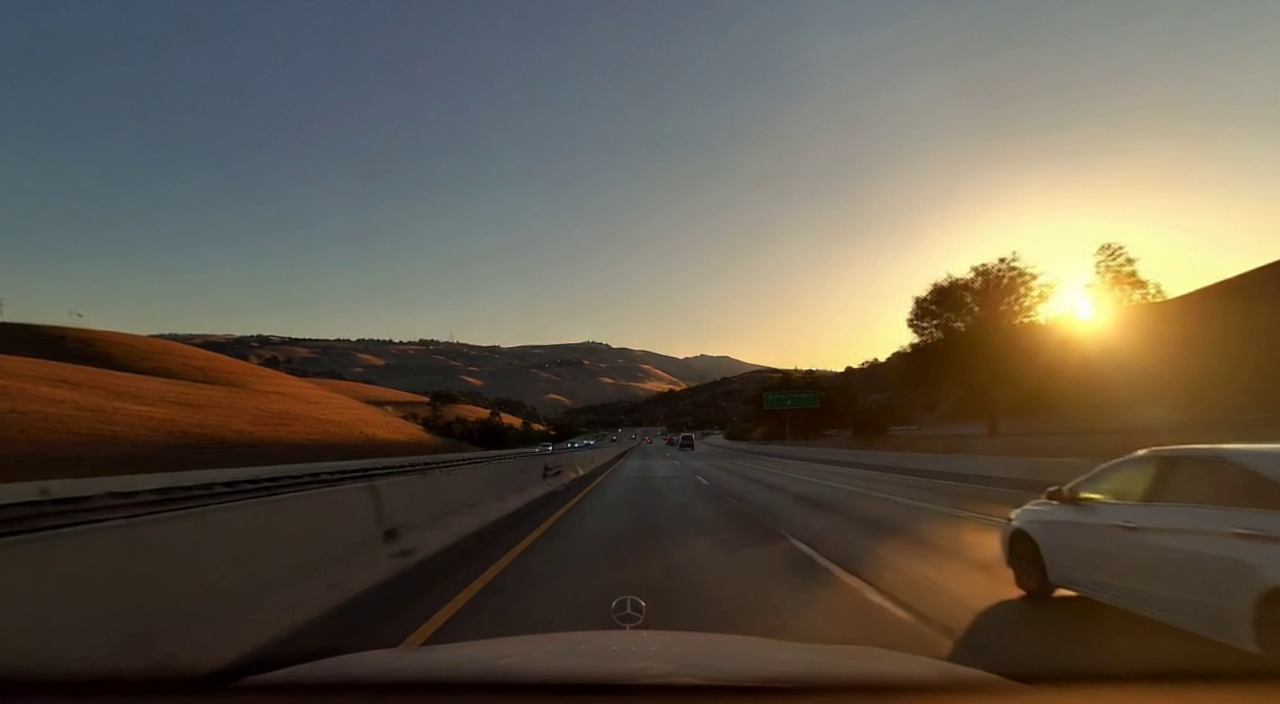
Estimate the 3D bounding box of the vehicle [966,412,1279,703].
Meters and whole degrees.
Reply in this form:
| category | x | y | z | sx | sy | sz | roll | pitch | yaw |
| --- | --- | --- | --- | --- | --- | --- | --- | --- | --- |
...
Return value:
| category | x | y | z | sx | sy | sz | roll | pitch | yaw |
| --- | --- | --- | --- | --- | --- | --- | --- | --- | --- |
| vehicle | 3.607 | 1.053 | 3.337 | 1.683 | 1.400 | 3.868 | 0 | -8 | 0 |
